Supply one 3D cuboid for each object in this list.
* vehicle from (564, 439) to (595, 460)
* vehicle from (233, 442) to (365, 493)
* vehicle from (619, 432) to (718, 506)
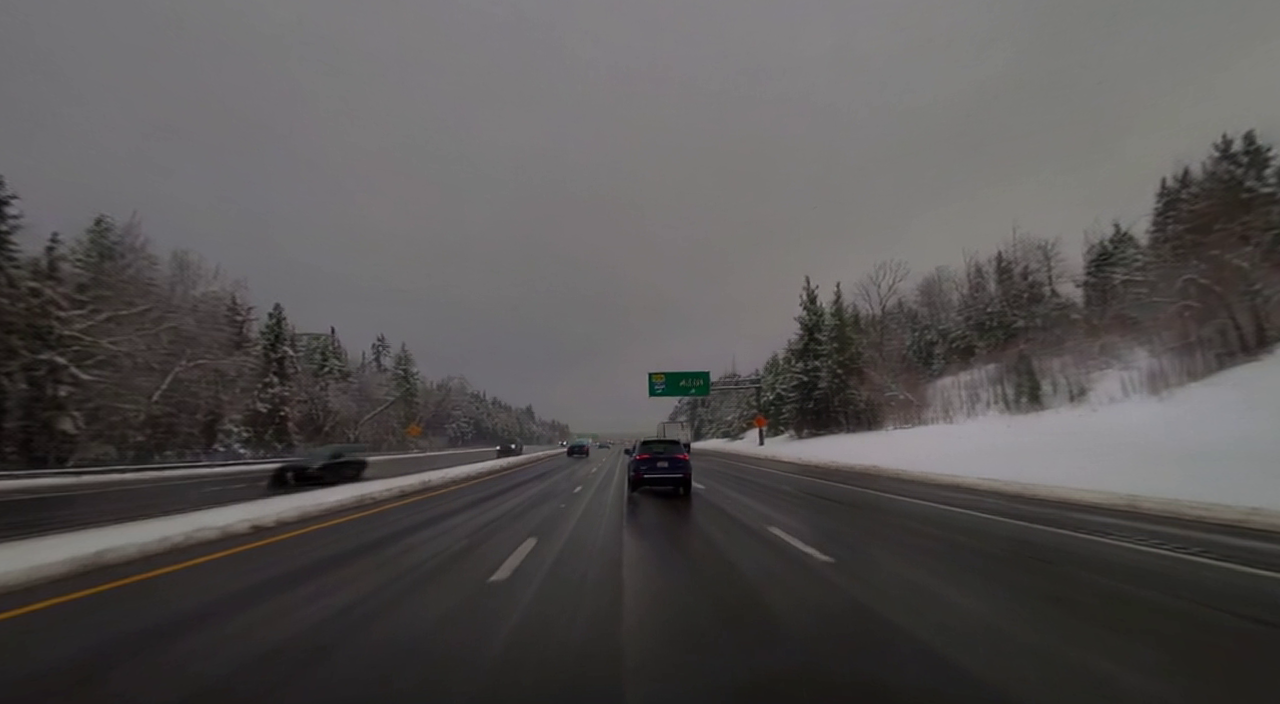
[{"bbox_3d":[-4.523,7.397,47.996,2.055,1.466,4.317,0,-8,-2],"label":"vehicle"},{"bbox_3d":[-11.412,3.849,21.536,2.060,1.505,4.442,0,-8,-1],"label":"vehicle"},{"bbox_3d":[0.502,2.708,15.306,1.961,1.495,4.743,0,-8,-3],"label":"vehicle"}]
